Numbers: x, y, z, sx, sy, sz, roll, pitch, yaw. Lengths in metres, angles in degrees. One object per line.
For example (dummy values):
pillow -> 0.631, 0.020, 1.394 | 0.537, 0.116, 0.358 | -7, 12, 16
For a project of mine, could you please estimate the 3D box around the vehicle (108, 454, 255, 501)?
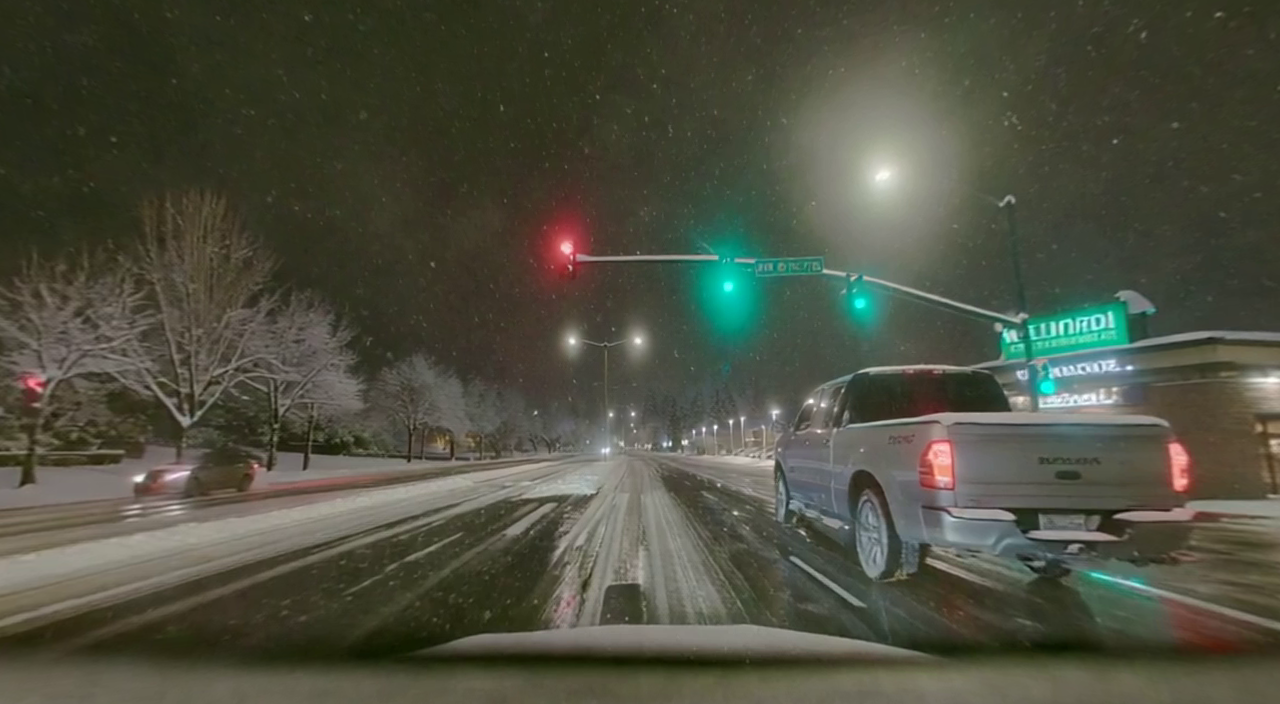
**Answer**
vehicle -> -16.932, 4.627, 23.645 | 1.866, 1.469, 4.682 | -1, -8, 3

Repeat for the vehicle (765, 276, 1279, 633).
vehicle -> 3.395, 1.147, 7.710 | 2.484, 2.642, 5.990 | 0, -8, 0
